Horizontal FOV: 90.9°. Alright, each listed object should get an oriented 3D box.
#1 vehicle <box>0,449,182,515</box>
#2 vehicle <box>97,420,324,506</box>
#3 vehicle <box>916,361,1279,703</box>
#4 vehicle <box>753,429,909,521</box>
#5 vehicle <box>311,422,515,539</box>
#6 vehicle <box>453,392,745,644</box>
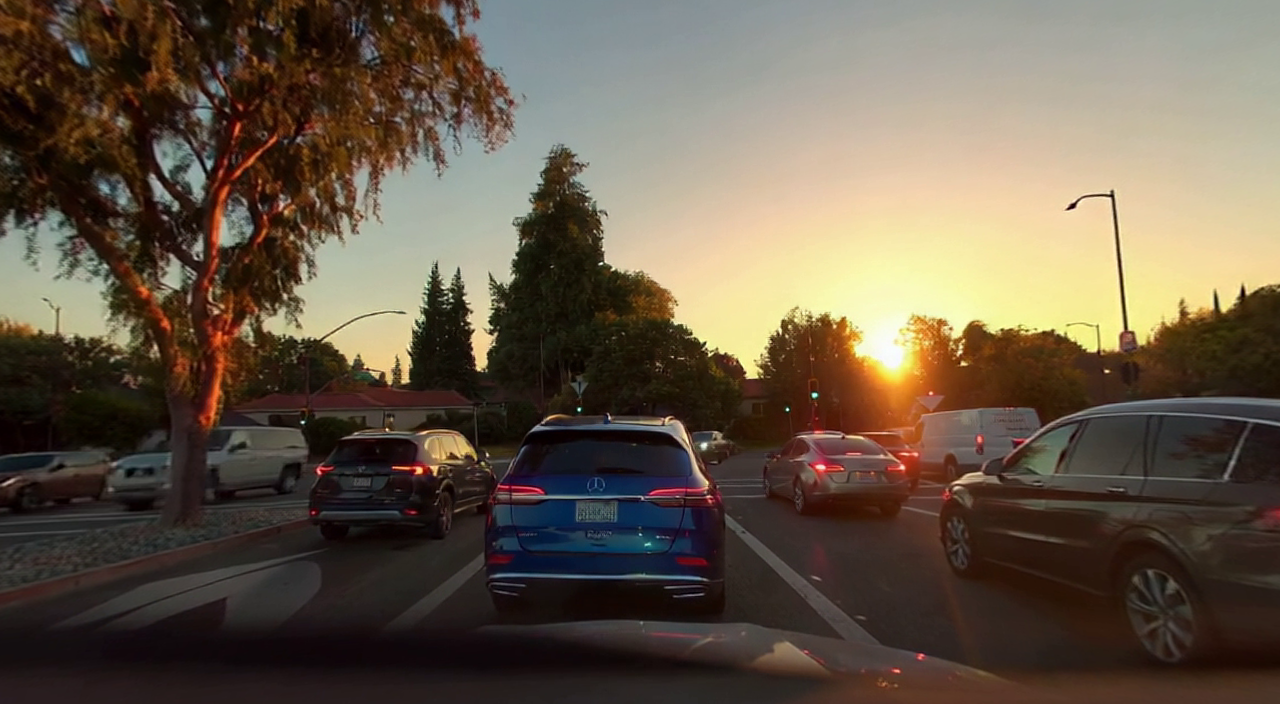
[{"bbox_3d":[-15.890,3.558,17.902,2.057,1.540,4.884,0,-8,1],"label":"vehicle"},{"bbox_3d":[-12.231,3.208,18.740,2.405,2.098,5.888,0,-8,2],"label":"vehicle"},{"bbox_3d":[4.143,1.226,5.095,2.014,1.740,4.515,-1,-8,4],"label":"vehicle"},{"bbox_3d":[3.648,2.409,12.827,1.847,1.554,3.885,0,-8,-2],"label":"vehicle"},{"bbox_3d":[-3.777,2.204,11.472,2.012,1.701,4.316,0,-8,1],"label":"vehicle"},{"bbox_3d":[-0.164,1.439,6.466,2.022,1.700,4.084,0,-8,4],"label":"vehicle"}]
